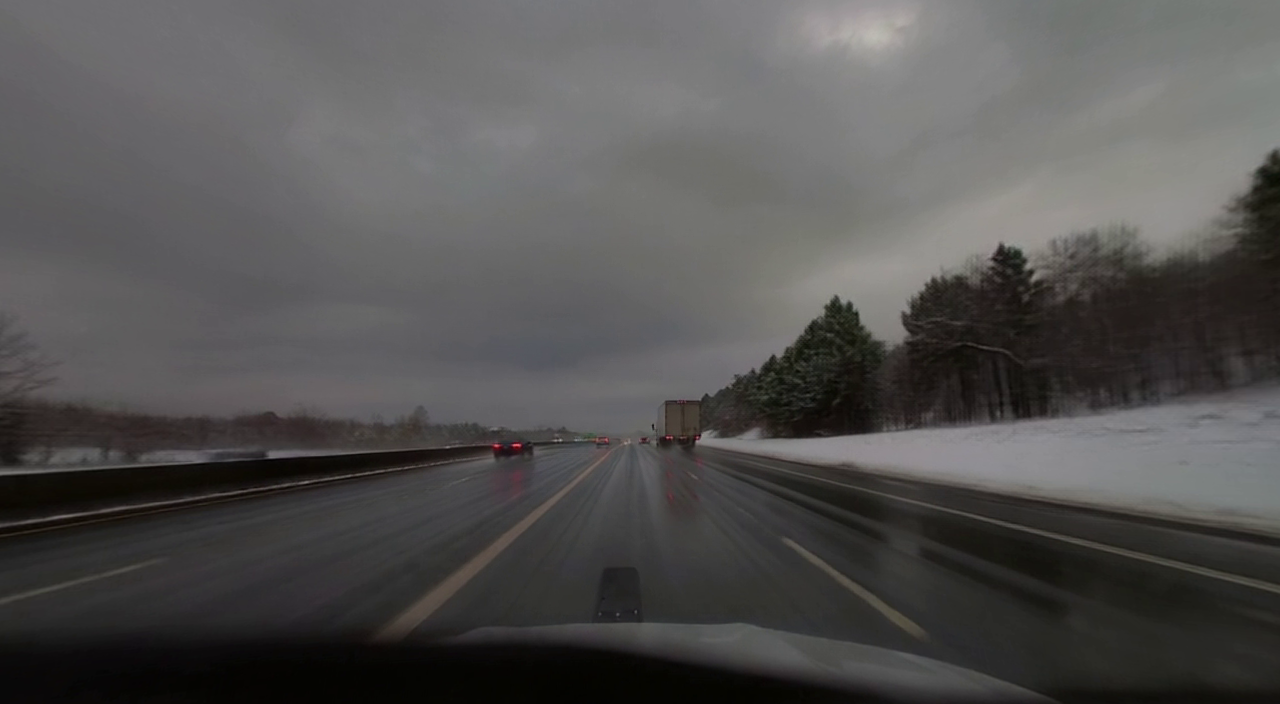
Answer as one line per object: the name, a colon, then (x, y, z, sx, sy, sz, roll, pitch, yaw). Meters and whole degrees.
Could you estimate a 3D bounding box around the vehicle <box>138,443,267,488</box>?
vehicle: (-15.672, 4.053, 22.868, 1.966, 1.429, 3.890, 0, -8, -2)

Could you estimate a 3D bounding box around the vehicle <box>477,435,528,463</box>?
vehicle: (-7.757, 5.498, 35.968, 2.018, 1.454, 4.290, 0, -8, -1)
